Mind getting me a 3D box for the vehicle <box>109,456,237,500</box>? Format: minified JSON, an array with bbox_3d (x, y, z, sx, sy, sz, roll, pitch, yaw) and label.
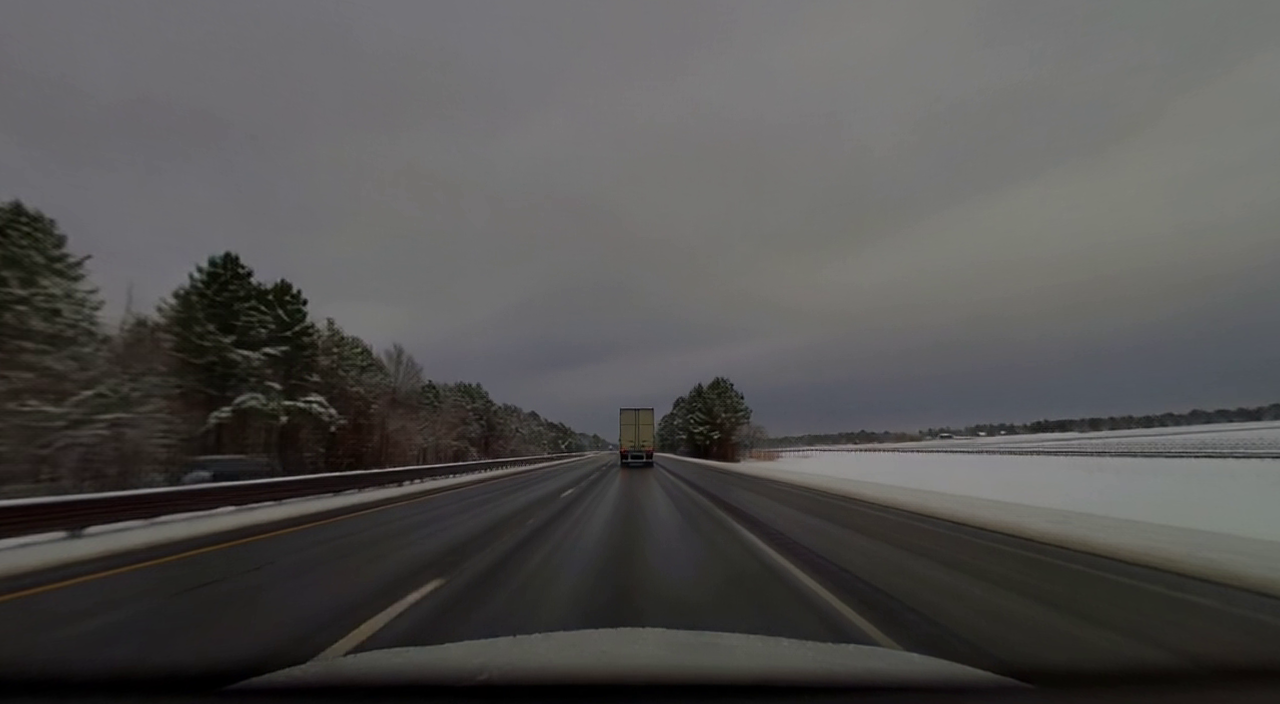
[{"bbox_3d":[-17.095,4.595,23.368,1.716,1.459,3.920,0,-9,0],"label":"vehicle"}]
